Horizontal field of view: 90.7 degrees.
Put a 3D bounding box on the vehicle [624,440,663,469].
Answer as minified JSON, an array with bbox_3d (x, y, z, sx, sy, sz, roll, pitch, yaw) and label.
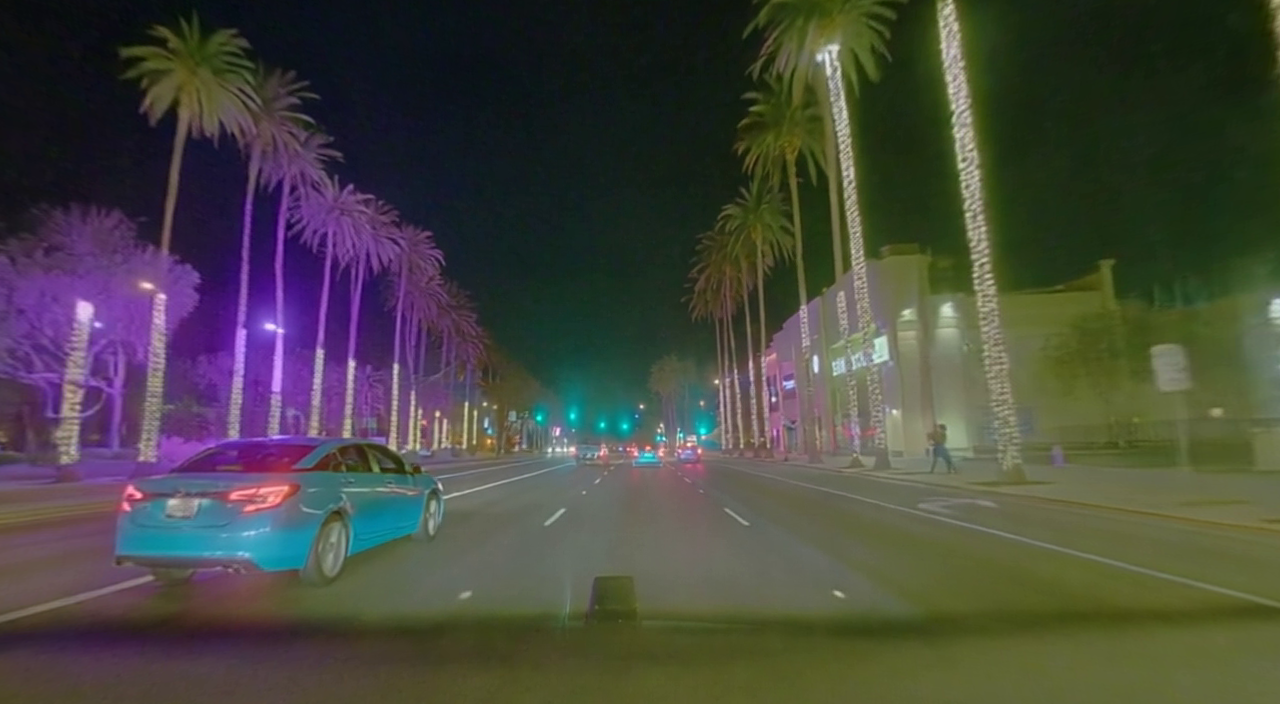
[{"bbox_3d":[0.214,6.014,37.224,2.160,1.615,4.117,0,-9,0],"label":"vehicle"}]

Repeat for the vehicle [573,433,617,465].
[{"bbox_3d":[-3.128,6.921,45.207,2.672,2.064,5.681,0,-9,1],"label":"vehicle"}]
